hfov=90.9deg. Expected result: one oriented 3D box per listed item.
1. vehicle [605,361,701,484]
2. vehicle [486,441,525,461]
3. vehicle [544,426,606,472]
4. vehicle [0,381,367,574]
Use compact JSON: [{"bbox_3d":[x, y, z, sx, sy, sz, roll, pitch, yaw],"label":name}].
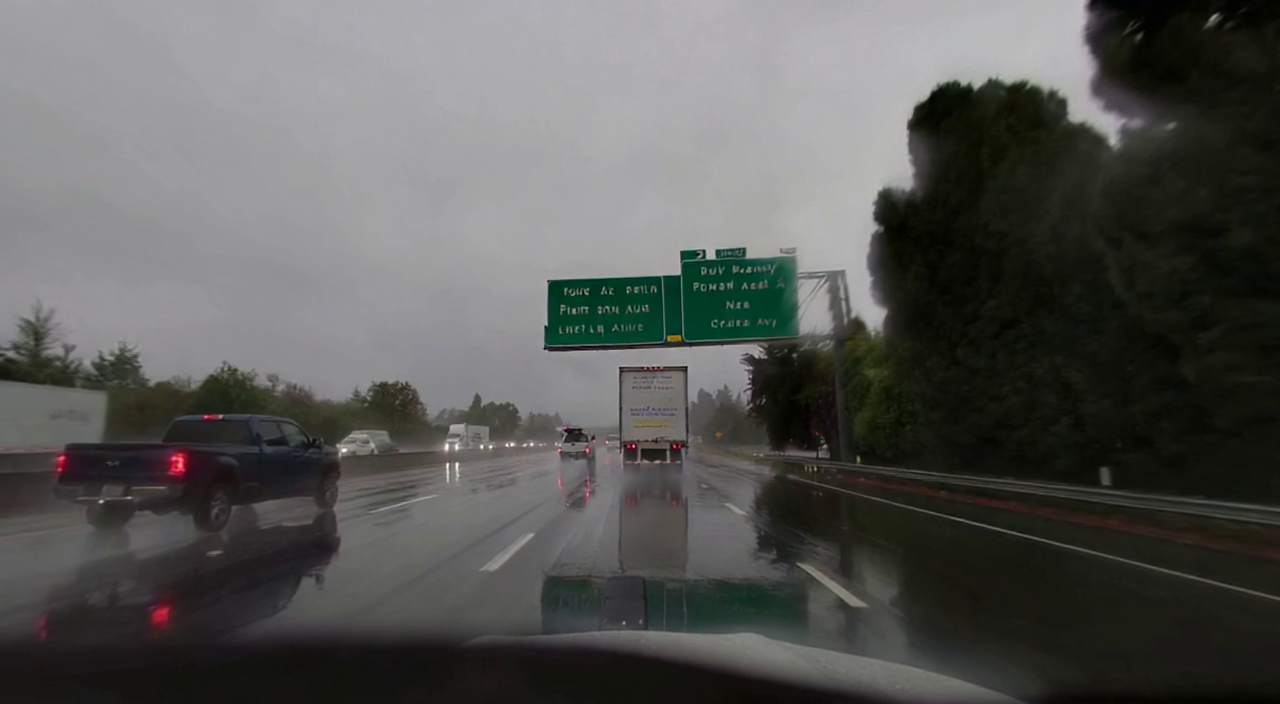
[{"bbox_3d":[0.399,2.915,24.531,2.941,3.794,9.851,0,-9,0],"label":"vehicle"},{"bbox_3d":[-10.404,7.718,49.078,1.909,1.482,4.582,0,-9,1],"label":"vehicle"},{"bbox_3d":[-3.137,4.881,31.909,2.379,2.075,6.169,0,-9,1],"label":"vehicle"},{"bbox_3d":[-6.739,1.735,9.542,2.479,1.978,5.952,0,-9,1],"label":"vehicle"}]
